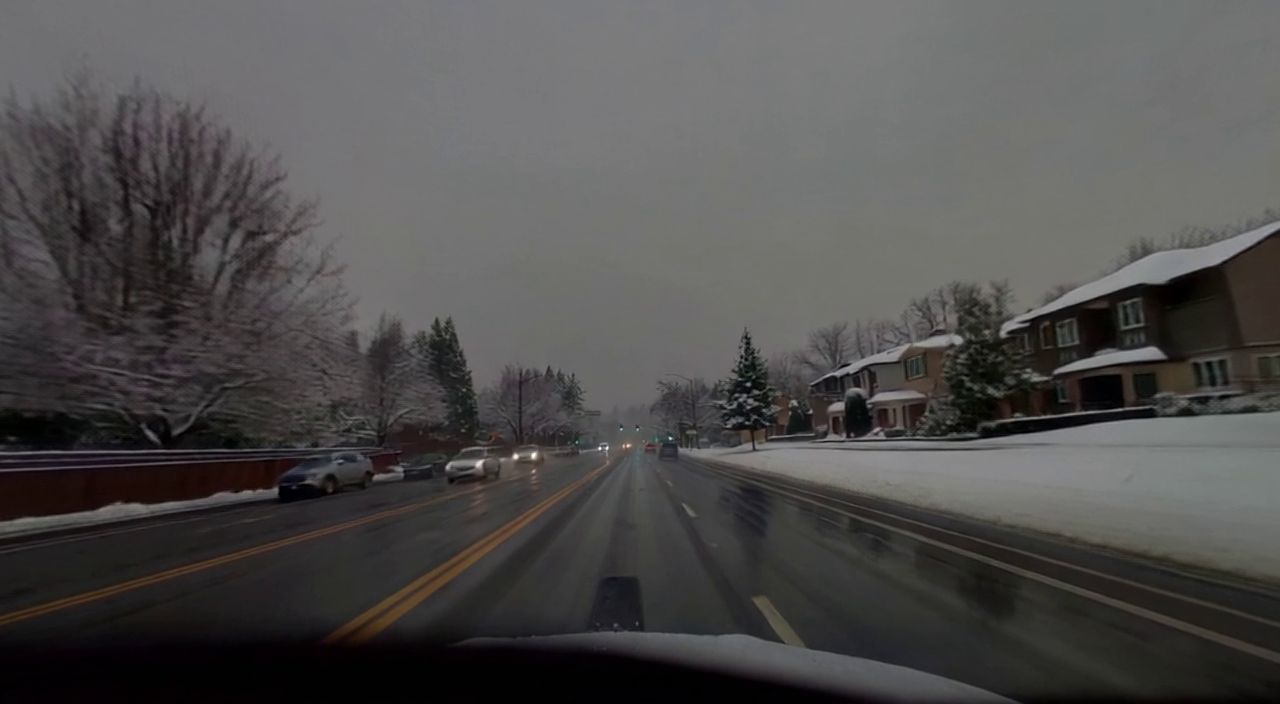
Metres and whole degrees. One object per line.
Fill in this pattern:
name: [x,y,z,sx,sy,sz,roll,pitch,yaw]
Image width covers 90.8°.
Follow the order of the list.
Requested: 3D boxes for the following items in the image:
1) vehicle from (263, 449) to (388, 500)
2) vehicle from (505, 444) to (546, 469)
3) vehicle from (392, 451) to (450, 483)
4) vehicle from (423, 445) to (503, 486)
vehicle: [-12.344,4.832,25.379,2.094,1.797,5.655,0,-9,0]
vehicle: [-8.253,7.553,46.006,2.053,1.713,4.618,0,-9,1]
vehicle: [-12.516,6.590,36.394,1.969,1.613,4.129,-3,-9,-1]
vehicle: [-7.227,4.658,26.297,2.004,1.508,4.525,0,-9,0]
